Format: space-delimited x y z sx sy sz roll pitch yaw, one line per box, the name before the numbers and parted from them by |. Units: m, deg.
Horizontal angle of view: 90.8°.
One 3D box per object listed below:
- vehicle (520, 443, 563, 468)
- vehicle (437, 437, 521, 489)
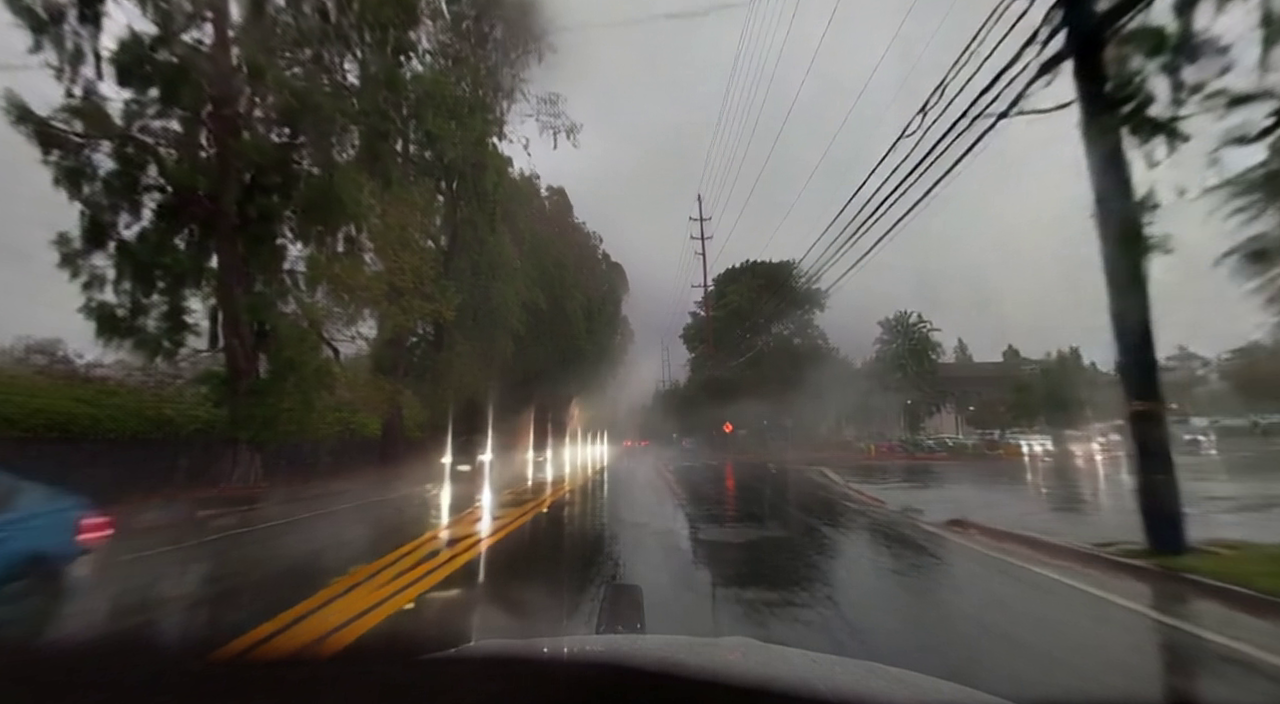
vehicle | -6.309 6.669 40.909 2.043 1.484 4.532 0 -9 0
vehicle | -5.509 3.821 22.124 2.001 1.616 4.064 0 -9 -2
